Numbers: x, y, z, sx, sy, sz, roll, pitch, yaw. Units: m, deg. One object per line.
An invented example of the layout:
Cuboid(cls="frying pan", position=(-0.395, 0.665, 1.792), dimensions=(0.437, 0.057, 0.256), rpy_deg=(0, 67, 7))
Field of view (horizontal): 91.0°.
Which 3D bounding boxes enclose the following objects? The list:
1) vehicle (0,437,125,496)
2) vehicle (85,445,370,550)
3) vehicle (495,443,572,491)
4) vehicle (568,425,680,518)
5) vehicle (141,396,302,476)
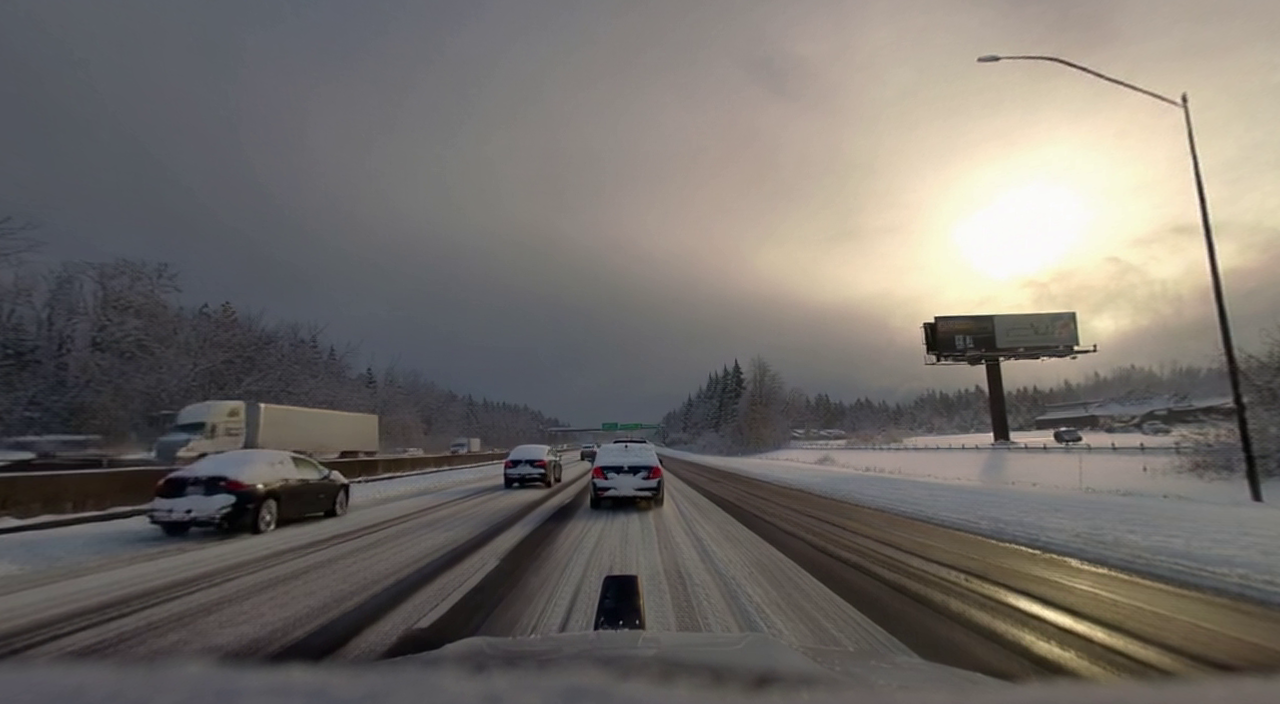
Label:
Cuboid(cls="vehicle", position=(-18.833, 3.462, 19.353), dimensions=(1.859, 1.624, 4.863), rpy_deg=(0, -9, 0))
Cuboid(cls="vehicle", position=(-6.911, 2.437, 11.398), dimensions=(1.892, 1.468, 4.792), rpy_deg=(0, -9, 0))
Cuboid(cls="vehicle", position=(-3.627, 3.994, 22.320), dimensions=(1.889, 1.522, 4.465), rpy_deg=(0, -9, 1))
Cuboid(cls="vehicle", position=(-0.319, 2.640, 14.467), dimensions=(2.127, 1.749, 4.776), rpy_deg=(0, -9, 0))
Cuboid(cls="vehicle", position=(-22.905, 4.771, 35.332), dimensions=(3.063, 3.879, 8.695), rpy_deg=(0, -9, -1))
